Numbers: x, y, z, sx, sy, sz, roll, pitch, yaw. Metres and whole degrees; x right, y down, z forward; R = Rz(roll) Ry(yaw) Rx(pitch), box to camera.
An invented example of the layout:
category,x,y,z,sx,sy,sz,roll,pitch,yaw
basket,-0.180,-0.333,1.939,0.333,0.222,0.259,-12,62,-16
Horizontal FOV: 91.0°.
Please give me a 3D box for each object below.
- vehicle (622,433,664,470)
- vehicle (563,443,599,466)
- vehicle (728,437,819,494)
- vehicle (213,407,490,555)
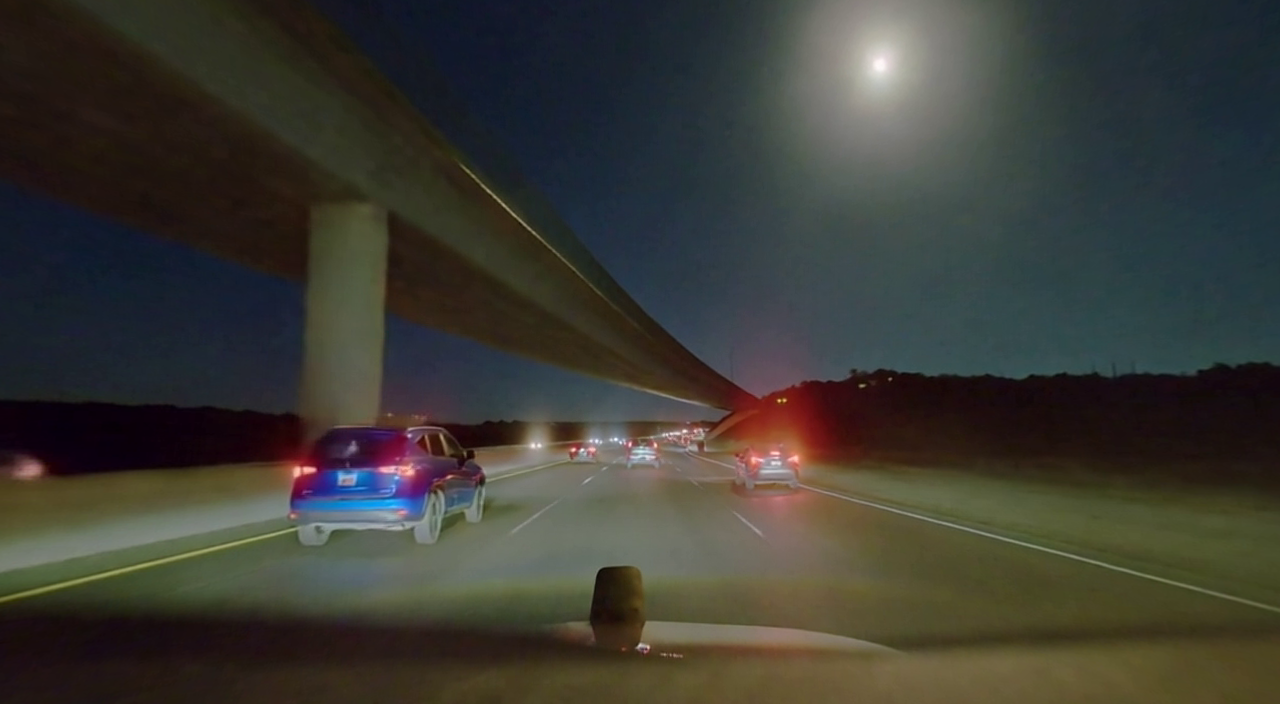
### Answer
category,x,y,z,sx,sy,sz,roll,pitch,yaw
vehicle,0.166,5.553,35.174,2.155,1.909,4.529,0,-8,0
vehicle,-4.063,7.100,43.845,1.994,1.475,4.171,0,-9,1
vehicle,3.948,3.413,19.244,1.959,1.554,3.795,0,-9,0
vehicle,-4.005,1.879,9.857,2.089,1.751,4.515,0,-9,1
